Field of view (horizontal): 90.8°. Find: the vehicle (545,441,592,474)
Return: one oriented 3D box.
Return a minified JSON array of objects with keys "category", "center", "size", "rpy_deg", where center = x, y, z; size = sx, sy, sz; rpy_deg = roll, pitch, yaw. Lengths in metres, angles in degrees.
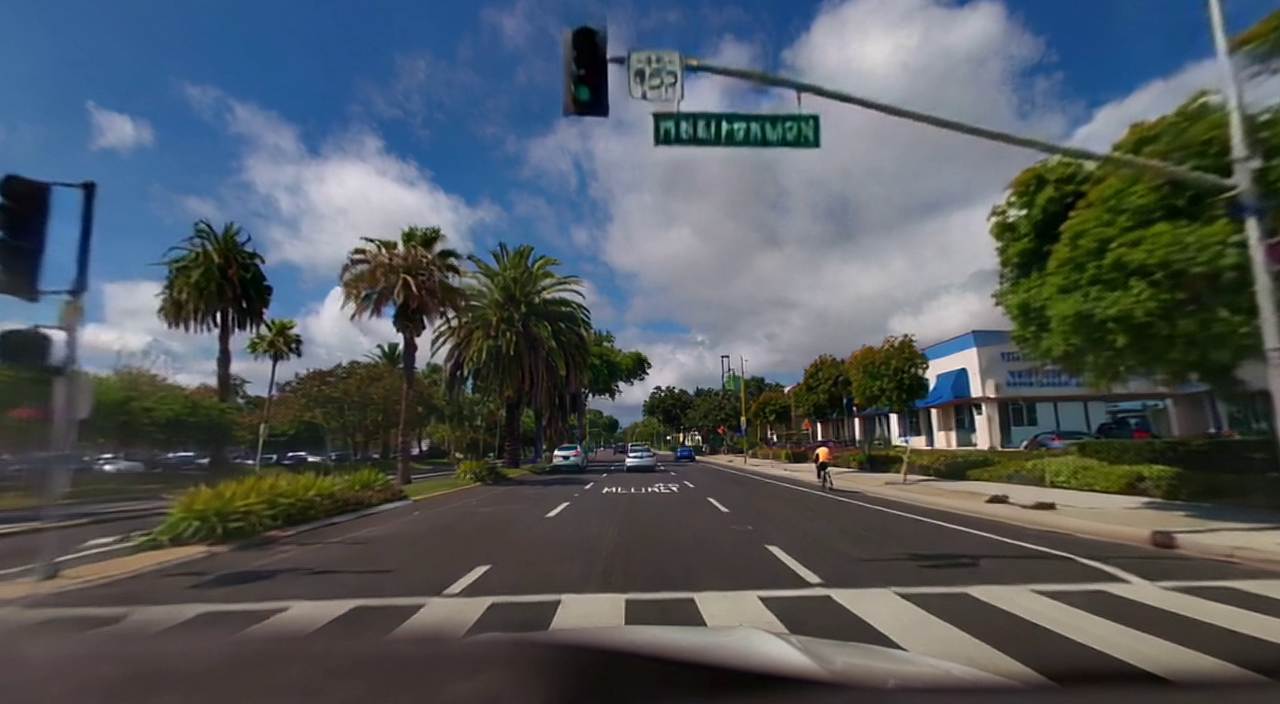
[{"category":"vehicle","center":[-3.926,5.912,35.607],"size":[2.071,1.744,4.500],"rpy_deg":[0,-9,1]}]

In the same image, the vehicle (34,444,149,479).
[{"category":"vehicle","center":[-34.457,6.885,39.762],"size":[5.109,2.014,2.269],"rpy_deg":[-2,-10,2]}]

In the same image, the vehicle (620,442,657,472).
[{"category":"vehicle","center":[-0.117,6.237,37.712],"size":[2.102,1.653,3.698],"rpy_deg":[0,-9,-1]}]
